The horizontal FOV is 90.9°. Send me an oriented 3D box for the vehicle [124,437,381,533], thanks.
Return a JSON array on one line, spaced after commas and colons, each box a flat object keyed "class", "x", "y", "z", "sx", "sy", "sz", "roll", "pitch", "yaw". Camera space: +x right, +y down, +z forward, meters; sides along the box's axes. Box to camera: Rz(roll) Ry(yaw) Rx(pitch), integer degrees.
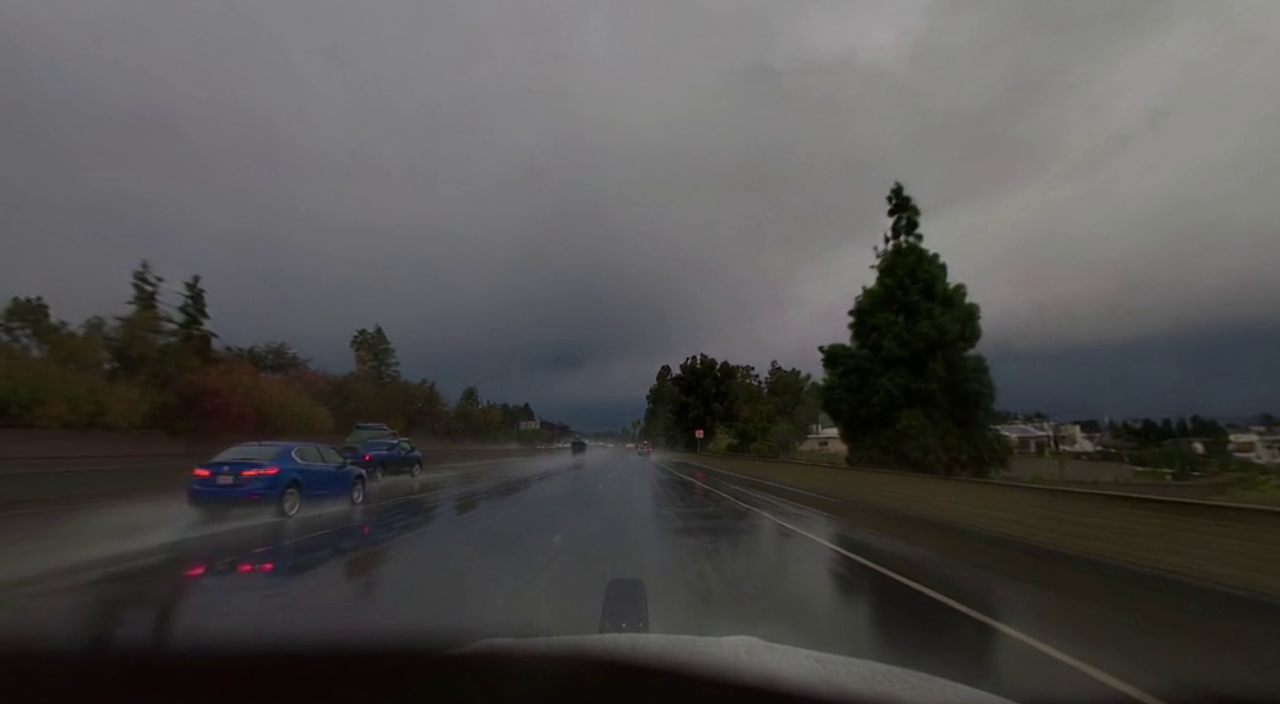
[{"class": "vehicle", "x": -7.064, "y": 2.444, "z": 12.307, "sx": 1.981, "sy": 1.486, "sz": 4.735, "roll": 0, "pitch": -8, "yaw": 0}]
